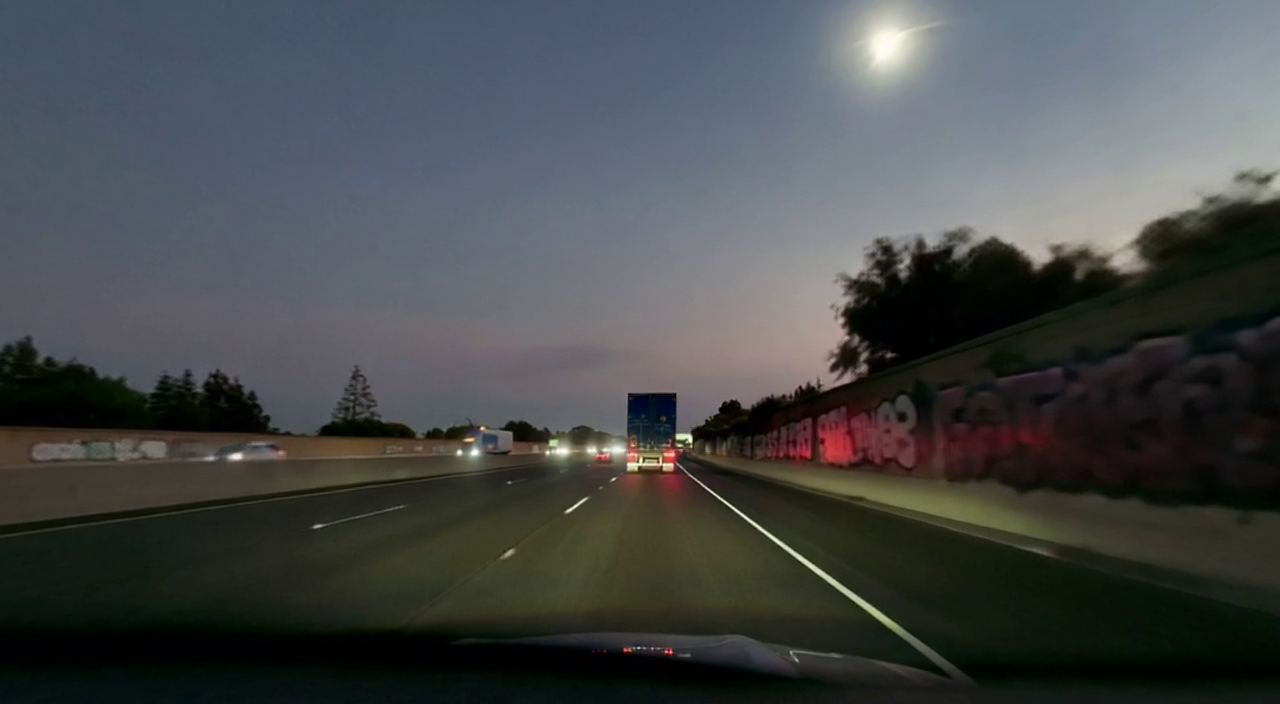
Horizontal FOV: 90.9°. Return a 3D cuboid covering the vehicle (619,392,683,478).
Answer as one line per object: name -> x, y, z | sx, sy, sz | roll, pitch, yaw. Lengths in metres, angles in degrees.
vehicle -> 0.519, 4.788, 35.471 | 2.997, 4.069, 10.871 | 0, -9, 0

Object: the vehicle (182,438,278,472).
vehicle -> -25.129, 6.340, 38.918 | 2.170, 1.894, 5.408 | 0, -9, 2
